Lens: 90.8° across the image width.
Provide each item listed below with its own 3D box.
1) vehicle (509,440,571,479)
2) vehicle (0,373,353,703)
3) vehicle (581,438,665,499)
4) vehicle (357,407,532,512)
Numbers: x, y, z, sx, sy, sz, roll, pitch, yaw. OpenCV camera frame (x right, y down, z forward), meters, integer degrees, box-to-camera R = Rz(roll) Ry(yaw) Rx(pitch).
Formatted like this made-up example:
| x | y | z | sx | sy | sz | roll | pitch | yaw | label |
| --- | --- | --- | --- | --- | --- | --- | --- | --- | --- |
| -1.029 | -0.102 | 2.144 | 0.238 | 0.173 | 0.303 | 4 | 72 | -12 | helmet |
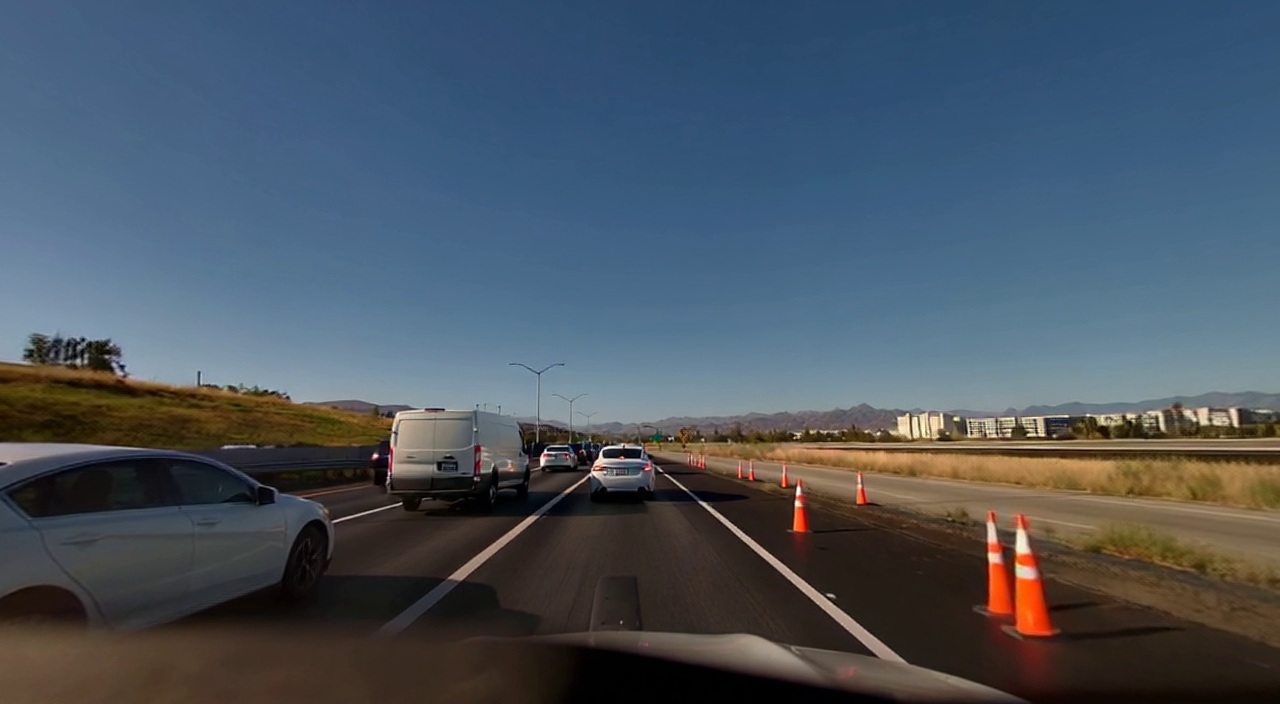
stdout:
| x | y | z | sx | sy | sz | roll | pitch | yaw | label |
| --- | --- | --- | --- | --- | --- | --- | --- | --- | --- |
| -3.993 | 4.349 | 25.832 | 1.824 | 1.459 | 4.007 | 0 | -9 | 0 | vehicle |
| -3.859 | 1.066 | 3.887 | 2.041 | 1.604 | 4.384 | 0 | -9 | 1 | vehicle |
| -0.462 | 3.171 | 17.627 | 2.069 | 1.484 | 3.918 | 0 | -9 | -1 | vehicle |
| -4.284 | 2.514 | 15.162 | 2.324 | 2.012 | 5.740 | 0 | -9 | 0 | vehicle |
